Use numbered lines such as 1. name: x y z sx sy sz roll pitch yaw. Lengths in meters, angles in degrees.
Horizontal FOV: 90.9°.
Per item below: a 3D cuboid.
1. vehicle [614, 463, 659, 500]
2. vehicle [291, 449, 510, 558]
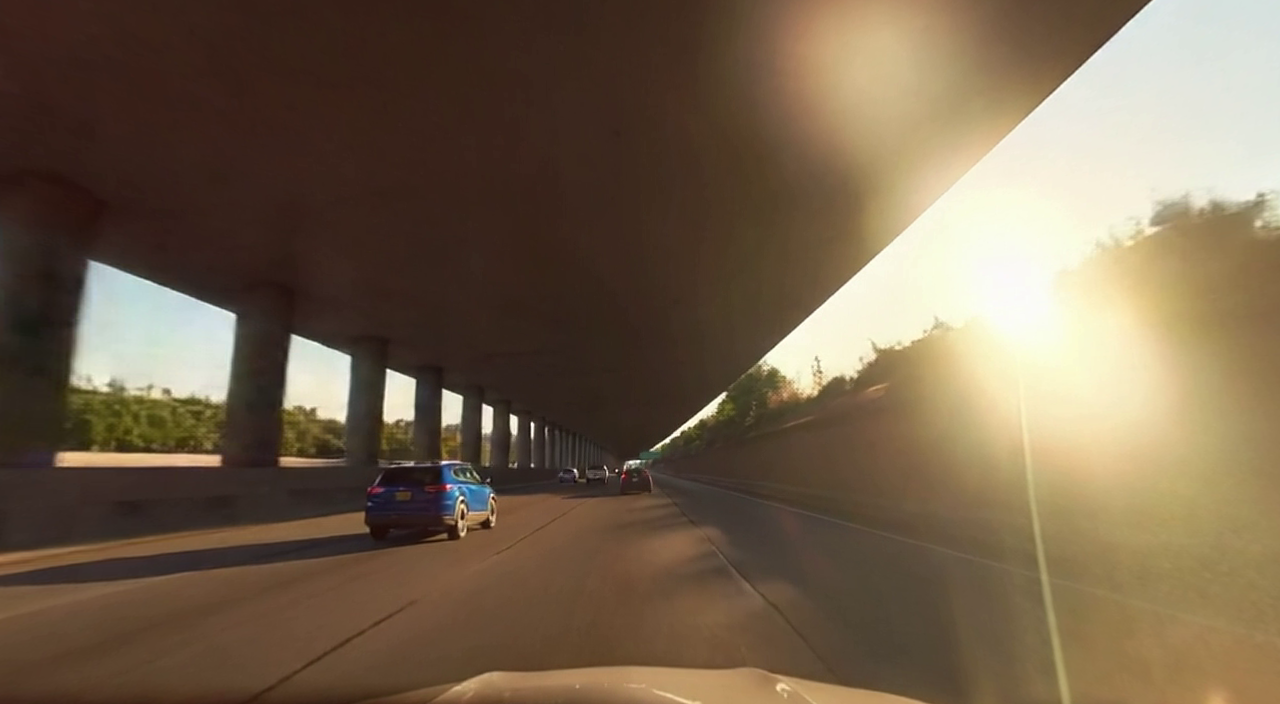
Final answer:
1. vehicle: -0.185 6.026 29.481 1.992 1.601 3.762 1 -11 -1
2. vehicle: -3.962 2.637 11.519 2.102 1.521 4.687 1 -11 1
